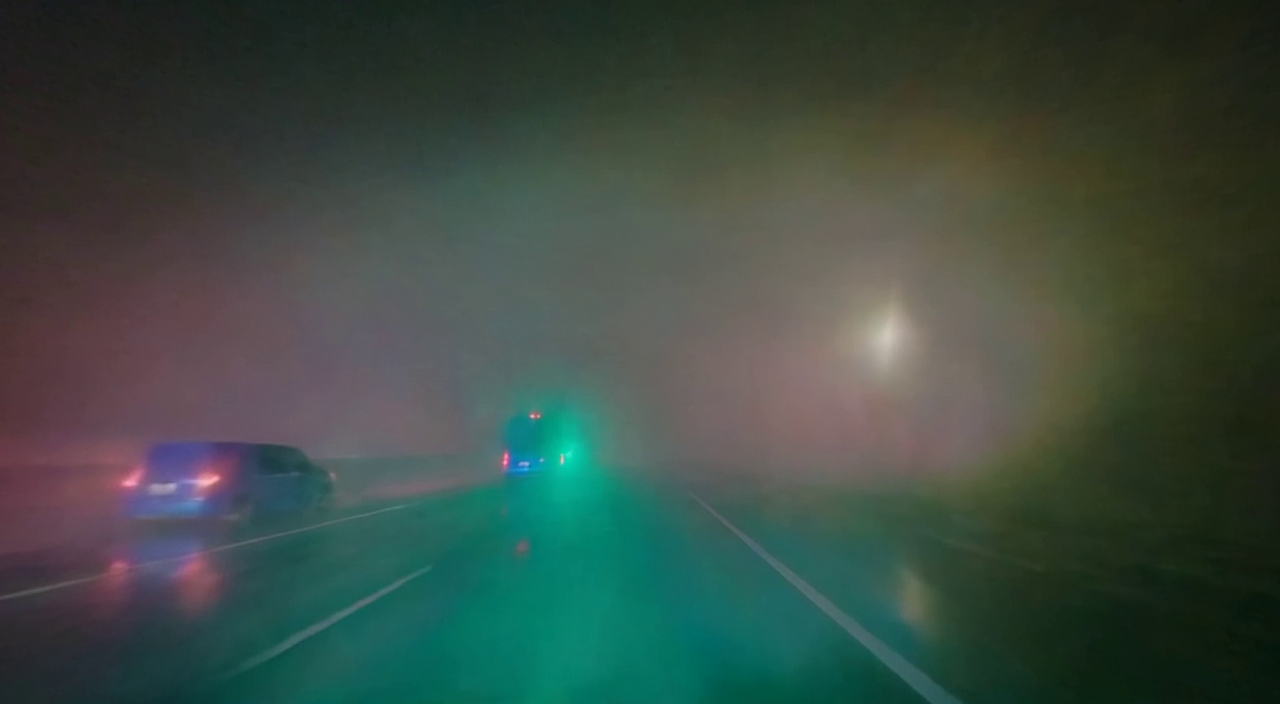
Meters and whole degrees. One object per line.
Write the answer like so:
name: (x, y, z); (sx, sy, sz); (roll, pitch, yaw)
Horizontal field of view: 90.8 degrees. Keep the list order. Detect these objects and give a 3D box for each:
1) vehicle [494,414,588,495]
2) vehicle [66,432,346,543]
vehicle: (-3.416, 3.742, 23.159); (2.437, 2.565, 5.829); (0, -9, 1)
vehicle: (-7.607, 2.394, 11.769); (2.164, 1.664, 4.252); (0, -9, 0)
